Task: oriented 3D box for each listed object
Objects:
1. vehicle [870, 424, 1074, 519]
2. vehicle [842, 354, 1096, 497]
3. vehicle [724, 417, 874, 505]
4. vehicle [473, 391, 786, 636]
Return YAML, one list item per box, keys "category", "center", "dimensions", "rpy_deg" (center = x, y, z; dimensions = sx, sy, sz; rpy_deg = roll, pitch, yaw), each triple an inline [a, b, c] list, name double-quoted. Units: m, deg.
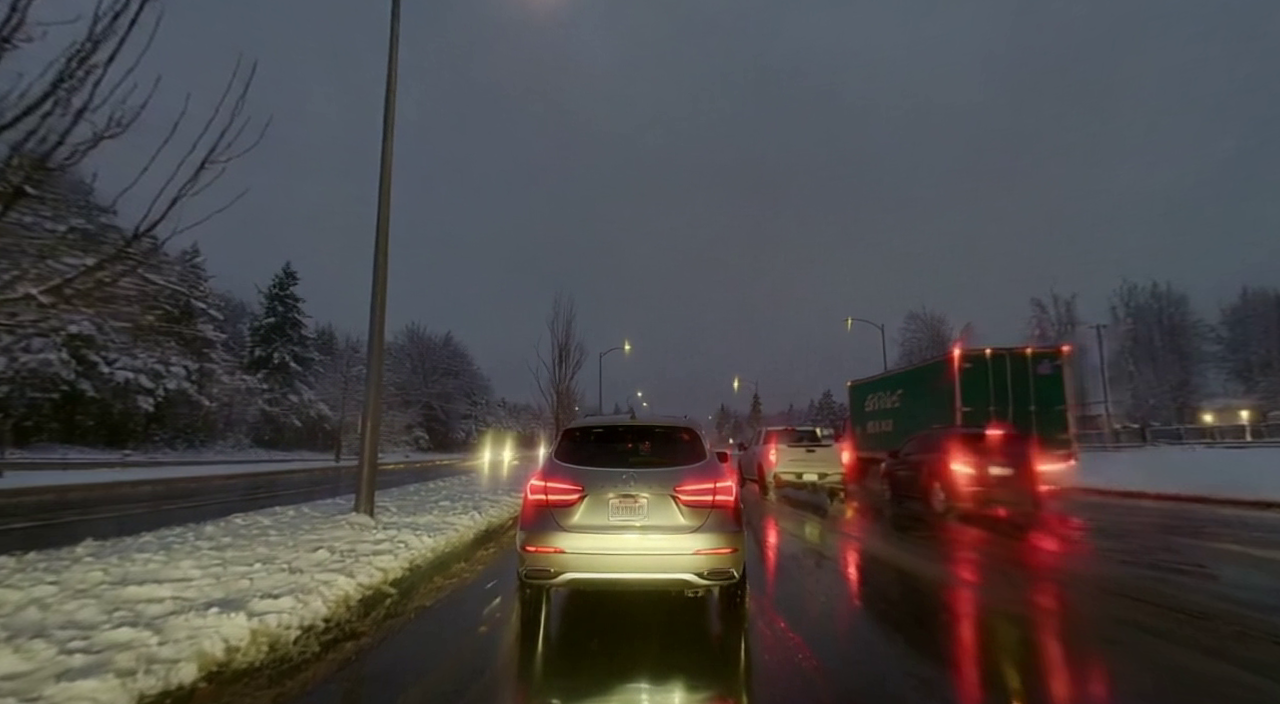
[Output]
- category: "vehicle"
  center: [7.244, 2.644, 14.466]
  dimensions: [2.024, 1.810, 4.807]
  rpy_deg: [0, -8, 0]
- category: "vehicle"
  center: [10.999, 2.870, 23.226]
  dimensions: [3.025, 3.993, 11.243]
  rpy_deg: [0, -9, -1]
- category: "vehicle"
  center: [4.006, 2.938, 17.356]
  dimensions: [2.440, 1.962, 6.363]
  rpy_deg: [0, -8, 0]
- category: "vehicle"
  center: [-0.097, 1.428, 6.484]
  dimensions: [2.172, 1.694, 4.055]
  rpy_deg: [0, -8, -1]
